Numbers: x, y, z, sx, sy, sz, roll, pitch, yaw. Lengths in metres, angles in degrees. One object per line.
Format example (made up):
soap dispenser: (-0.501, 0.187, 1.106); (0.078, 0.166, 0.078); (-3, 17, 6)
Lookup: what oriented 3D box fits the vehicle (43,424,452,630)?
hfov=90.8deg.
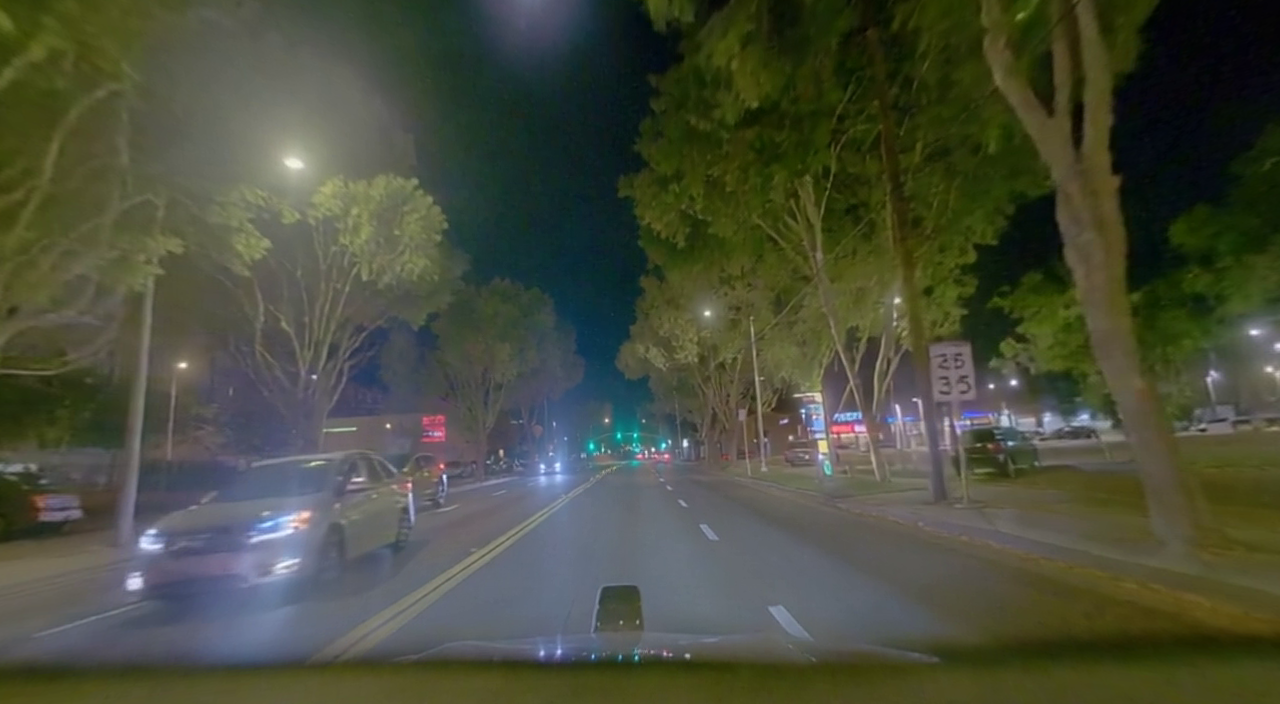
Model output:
vehicle: (-4.115, 1.884, 7.892); (2.103, 1.750, 4.660); (-1, -9, 0)

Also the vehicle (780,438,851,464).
vehicle: (10.980, 6.125, 39.347); (4.587, 1.504, 1.928); (7, -11, -39)

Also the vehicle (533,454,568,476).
vehicle: (-6.681, 8.488, 47.632); (1.962, 1.478, 4.639); (-1, -9, 1)

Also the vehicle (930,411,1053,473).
vehicle: (11.368, 2.901, 20.265); (2.124, 1.711, 5.059); (-9, -12, 43)
